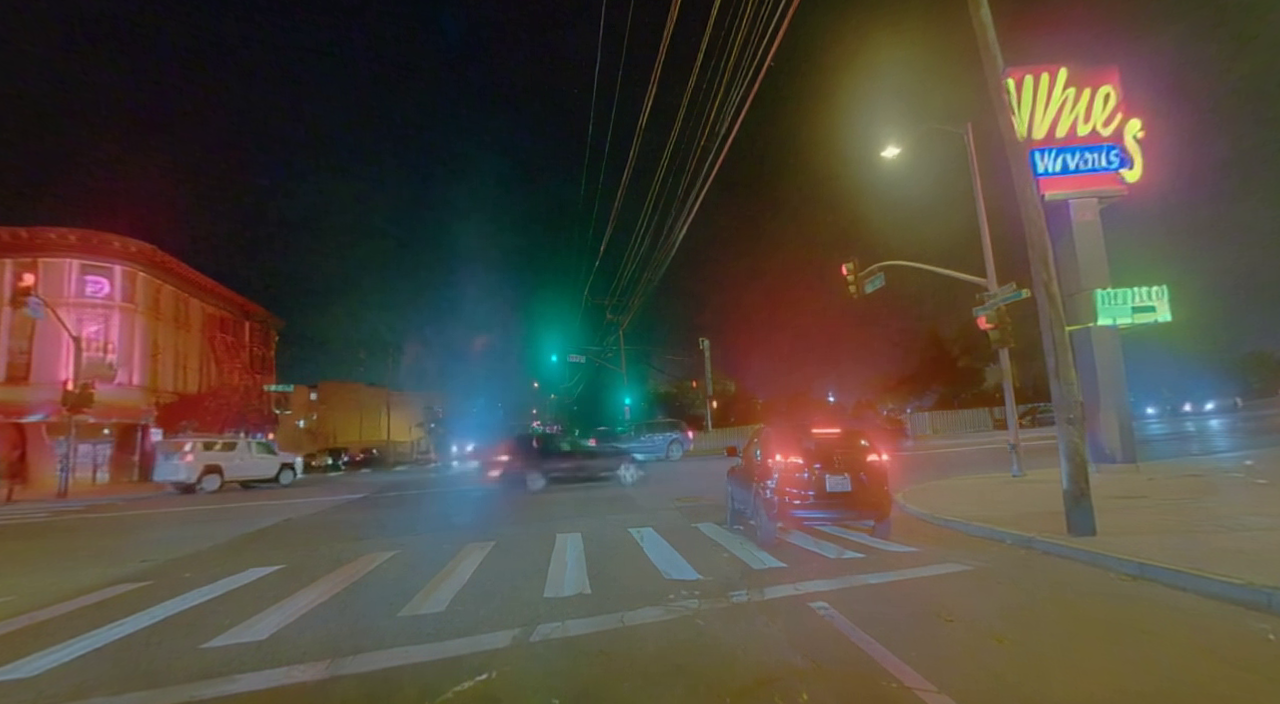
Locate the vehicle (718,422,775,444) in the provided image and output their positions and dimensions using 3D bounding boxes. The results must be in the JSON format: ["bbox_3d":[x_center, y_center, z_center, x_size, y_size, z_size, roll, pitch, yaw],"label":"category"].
[{"bbox_3d":[7.603,5.867,45.416,1.866,1.430,3.901,5,-10,-31],"label":"vehicle"}]

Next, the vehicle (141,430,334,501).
[{"bbox_3d":[-11.376,3.155,18.016,4.292,1.761,2.105,7,-11,-40],"label":"vehicle"}]

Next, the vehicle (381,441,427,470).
[{"bbox_3d":[-13.902,6.009,37.111,2.093,1.446,4.054,2,-7,-26],"label":"vehicle"}]

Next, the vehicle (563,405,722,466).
[{"bbox_3d":[0.201,3.090,23.185,5.588,1.985,2.374,7,-11,-39],"label":"vehicle"}]

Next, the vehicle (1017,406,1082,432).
[{"bbox_3d":[31.000,5.121,47.794,4.474,1.788,2.039,4,-9,-27],"label":"vehicle"}]

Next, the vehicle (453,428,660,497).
[{"bbox_3d":[-2.023,2.695,15.735,4.707,1.487,1.907,4,-10,-29],"label":"vehicle"}]

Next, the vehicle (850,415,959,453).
[{"bbox_3d":[11.113,3.458,26.456,4.433,1.453,1.804,5,-10,-30],"label":"vehicle"}]
